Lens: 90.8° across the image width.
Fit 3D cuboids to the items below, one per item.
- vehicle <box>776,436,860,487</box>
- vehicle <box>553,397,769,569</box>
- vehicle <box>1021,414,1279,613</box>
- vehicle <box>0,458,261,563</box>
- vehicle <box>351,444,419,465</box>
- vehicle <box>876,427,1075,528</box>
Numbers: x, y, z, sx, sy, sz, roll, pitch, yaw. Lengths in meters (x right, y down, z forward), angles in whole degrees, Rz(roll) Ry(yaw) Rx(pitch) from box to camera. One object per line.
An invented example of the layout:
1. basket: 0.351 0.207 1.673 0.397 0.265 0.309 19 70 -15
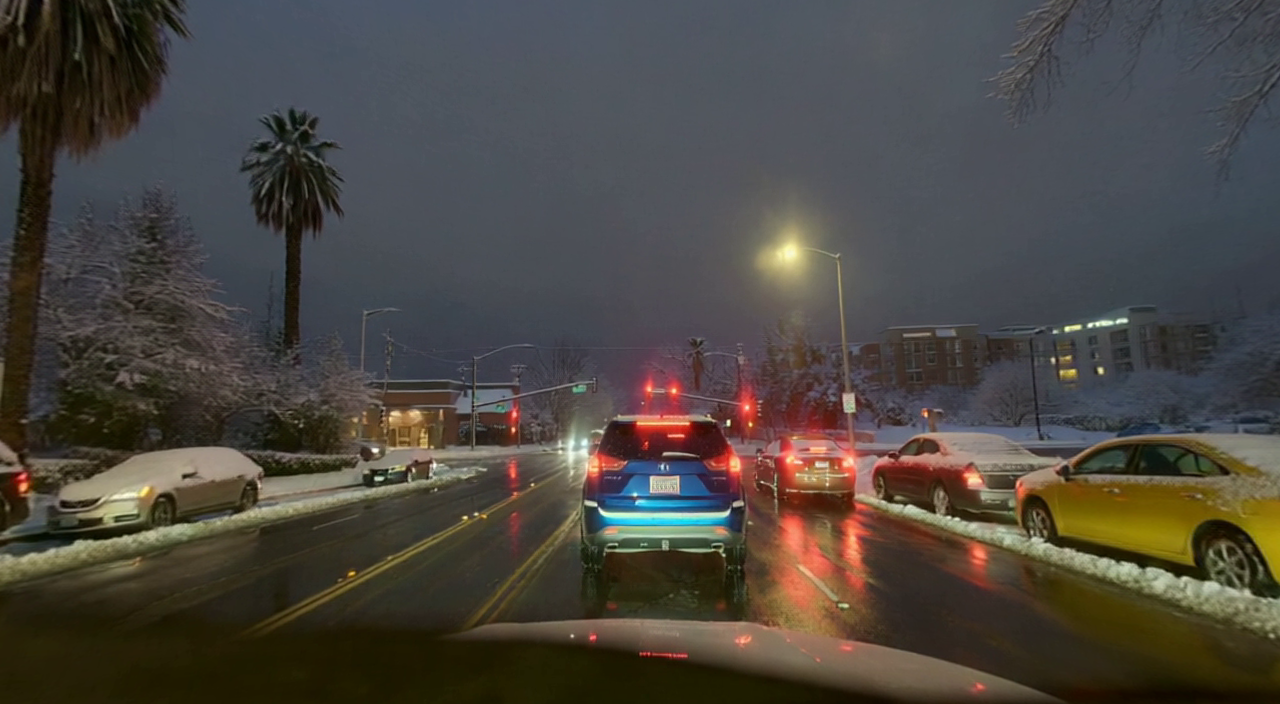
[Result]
1. vehicle: 6.518 4.042 23.606 1.948 1.729 4.023 0 -8 0
2. vehicle: 0.261 1.696 8.871 2.264 1.798 4.258 0 -8 1
3. vehicle: 6.440 1.599 6.920 1.935 1.672 4.139 0 -8 1
4. vehicle: -9.582 2.806 11.889 2.054 1.467 4.595 -3 -9 0
5. vehicle: -18.750 7.574 46.664 1.759 1.457 4.297 -7 -11 37
6. vehicle: 6.668 2.521 13.238 1.930 1.736 4.329 -1 -8 3
